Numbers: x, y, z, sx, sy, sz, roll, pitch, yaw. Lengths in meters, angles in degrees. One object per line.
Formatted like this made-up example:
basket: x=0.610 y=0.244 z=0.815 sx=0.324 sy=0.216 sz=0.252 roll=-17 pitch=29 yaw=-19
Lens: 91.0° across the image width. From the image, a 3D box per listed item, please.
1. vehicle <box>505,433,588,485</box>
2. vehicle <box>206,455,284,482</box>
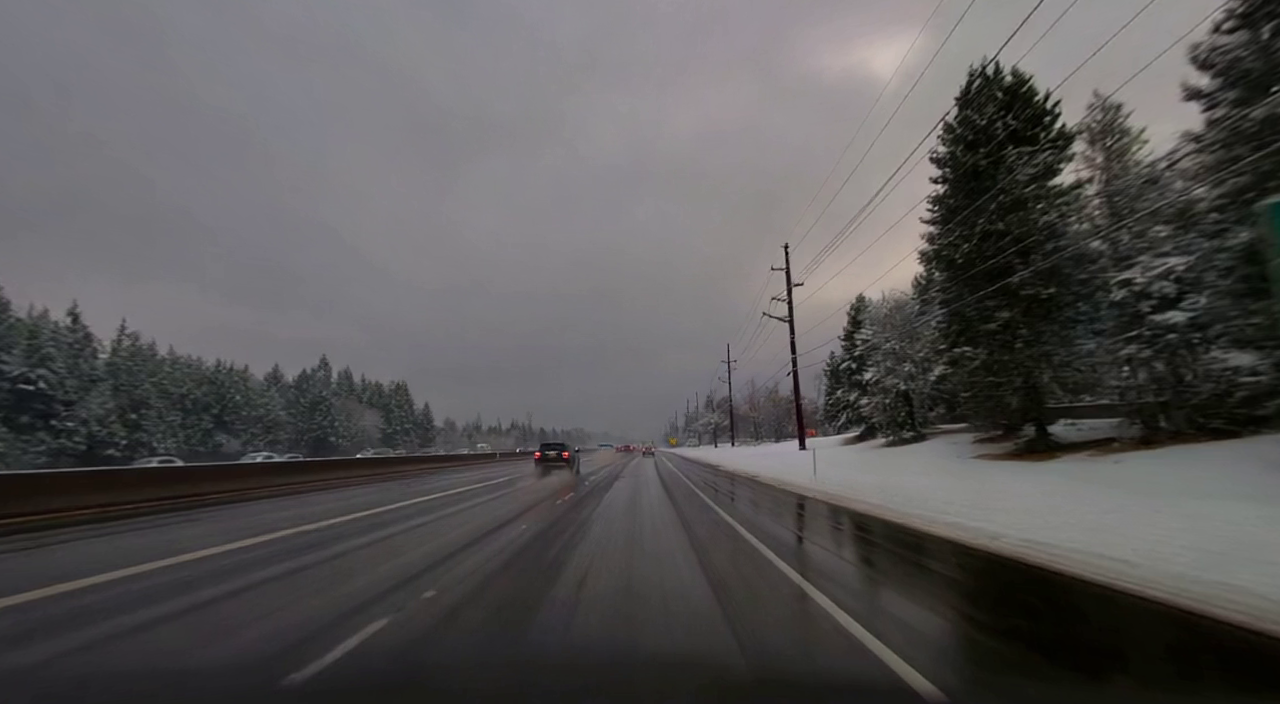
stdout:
vehicle: x=-3.727 y=4.423 z=26.336 sx=2.577 sy=1.939 sz=5.408 roll=0 pitch=-9 yaw=1
vehicle: x=-24.260 y=7.131 z=38.885 sx=1.840 sy=1.510 sz=4.549 roll=0 pitch=-9 yaw=1
